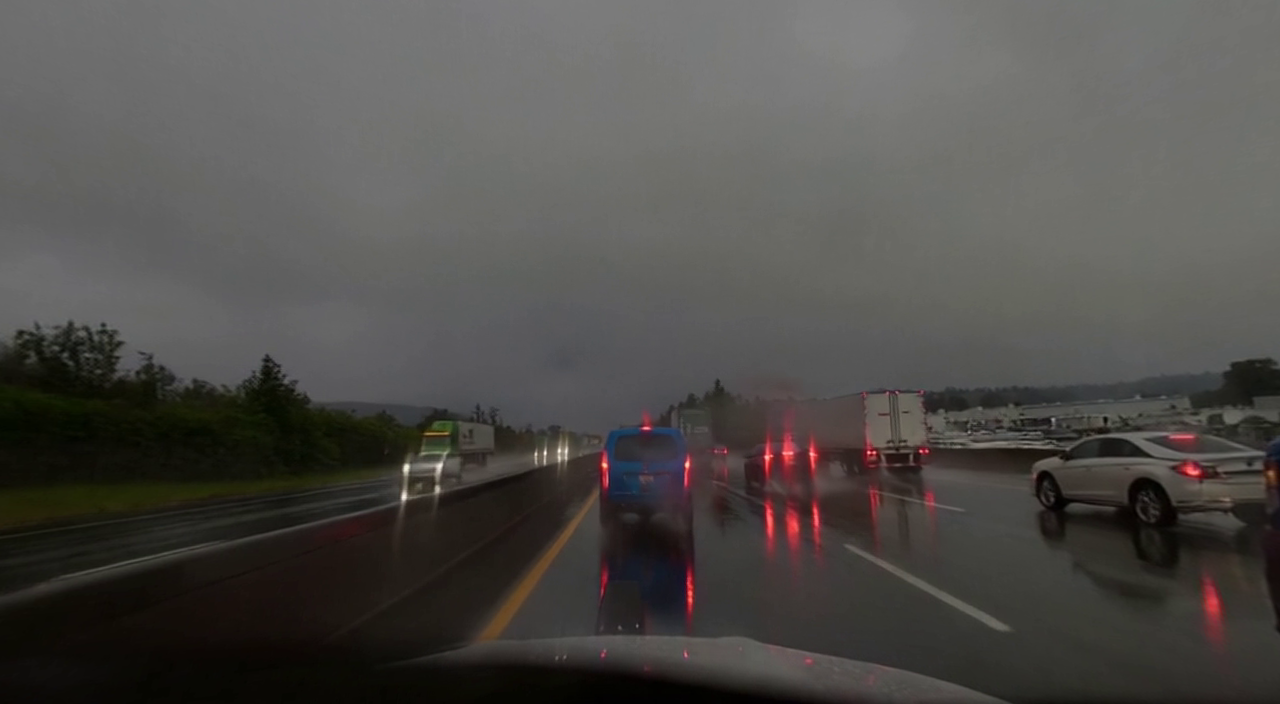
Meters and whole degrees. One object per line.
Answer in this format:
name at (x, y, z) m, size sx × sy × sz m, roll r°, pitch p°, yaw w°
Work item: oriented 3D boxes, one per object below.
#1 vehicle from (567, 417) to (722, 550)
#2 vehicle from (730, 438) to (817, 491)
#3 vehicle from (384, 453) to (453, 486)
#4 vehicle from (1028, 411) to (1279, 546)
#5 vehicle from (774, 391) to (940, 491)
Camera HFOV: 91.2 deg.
vehicle at (0.031, 1.944, 9.759) m, size 1.965 × 1.664 × 3.428 m, roll 0°, pitch -9°, yaw -1°
vehicle at (4.136, 3.547, 20.018) m, size 1.859 × 1.512 × 3.711 m, roll 0°, pitch -9°, yaw -1°
vehicle at (-11.500, 6.114, 32.902) m, size 1.925 × 1.517 × 4.598 m, roll 0°, pitch -9°, yaw 0°
vehicle at (8.566, 1.897, 9.995) m, size 1.913 × 1.652 × 4.384 m, roll 0°, pitch -9°, yaw 0°
vehicle at (8.102, 3.655, 25.449) m, size 2.799 × 3.188 × 10.578 m, roll 0°, pitch -9°, yaw -1°
